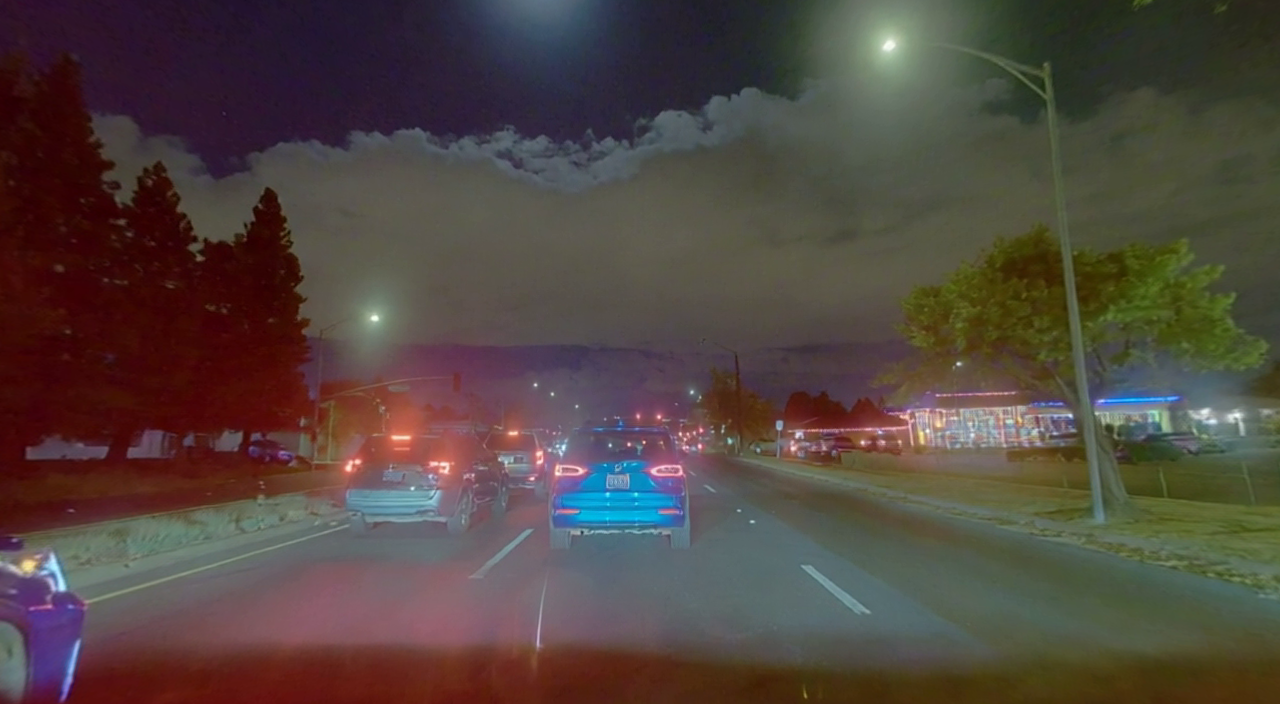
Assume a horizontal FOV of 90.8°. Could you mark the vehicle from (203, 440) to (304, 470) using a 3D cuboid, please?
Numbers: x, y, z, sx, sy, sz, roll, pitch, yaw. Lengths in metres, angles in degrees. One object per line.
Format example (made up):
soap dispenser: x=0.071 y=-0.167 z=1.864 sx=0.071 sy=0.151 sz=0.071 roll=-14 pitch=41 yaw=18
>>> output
vehicle: x=-28.505 y=7.583 z=46.832 sx=5.856 sy=2.096 sz=2.481 roll=3 pitch=-9 yaw=-18

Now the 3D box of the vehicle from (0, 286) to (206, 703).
vehicle: x=-3.526 y=0.527 z=0.953 sx=2.304 sy=1.928 sz=4.833 roll=0 pitch=-8 yaw=-1

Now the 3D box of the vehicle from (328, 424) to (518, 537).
vehicle: x=-3.663 y=2.235 z=11.649 sx=1.948 sy=1.668 sz=4.279 roll=0 pitch=-8 yaw=0

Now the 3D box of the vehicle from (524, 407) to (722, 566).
vehicle: x=-0.192 y=1.744 z=8.878 sx=2.112 sy=1.693 sz=4.058 roll=0 pitch=-8 yaw=0
